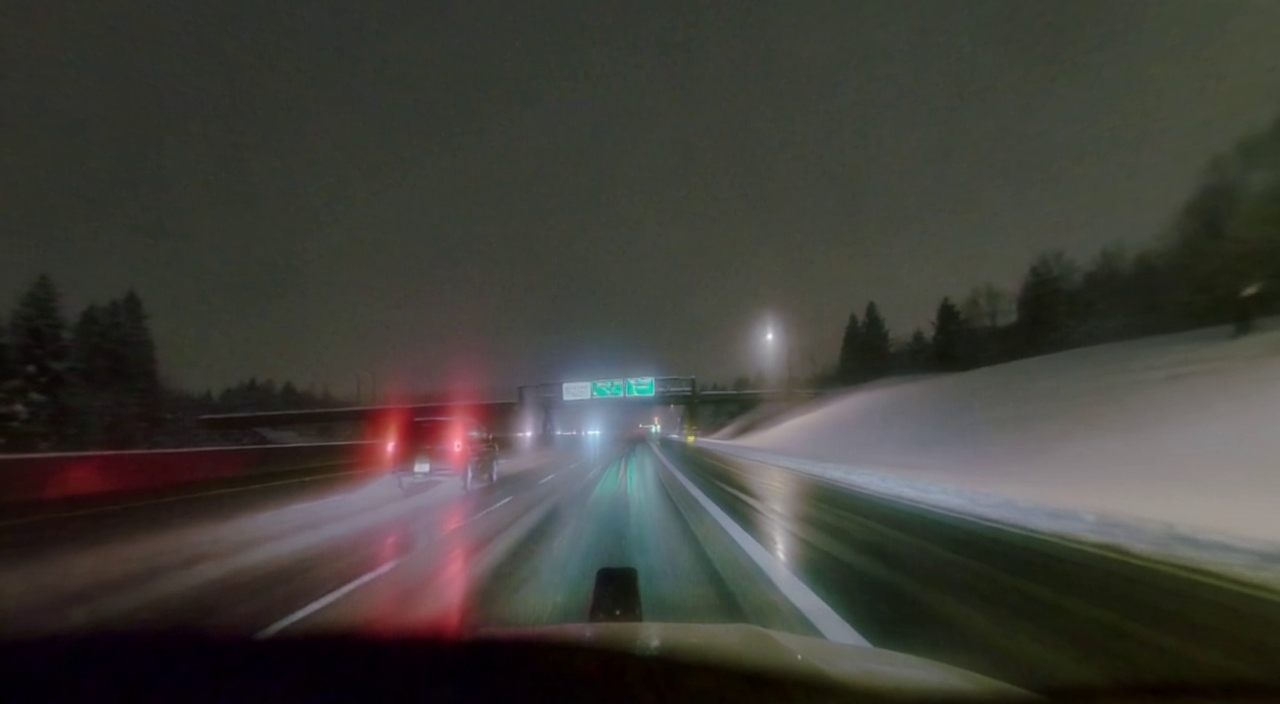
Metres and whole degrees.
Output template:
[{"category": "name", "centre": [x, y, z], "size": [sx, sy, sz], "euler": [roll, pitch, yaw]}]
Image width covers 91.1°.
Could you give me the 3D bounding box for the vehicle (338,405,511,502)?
[{"category": "vehicle", "centre": [-4.393, 2.161, 13.815], "size": [2.153, 1.730, 4.772], "euler": [0, -8, -1]}]
